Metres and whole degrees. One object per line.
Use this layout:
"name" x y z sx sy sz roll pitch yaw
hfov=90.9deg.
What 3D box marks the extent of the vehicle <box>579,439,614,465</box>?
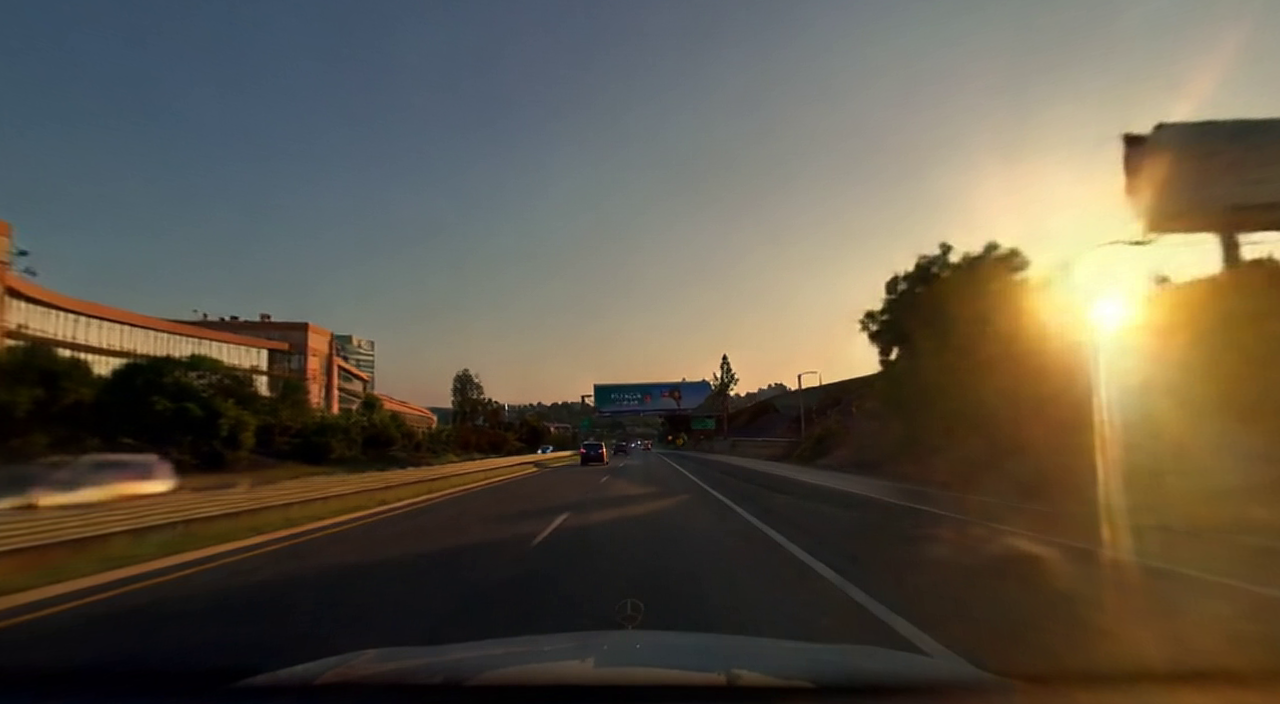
"vehicle" -3.263 7.623 48.212 2.159 1.793 5.027 -1 -8 1
